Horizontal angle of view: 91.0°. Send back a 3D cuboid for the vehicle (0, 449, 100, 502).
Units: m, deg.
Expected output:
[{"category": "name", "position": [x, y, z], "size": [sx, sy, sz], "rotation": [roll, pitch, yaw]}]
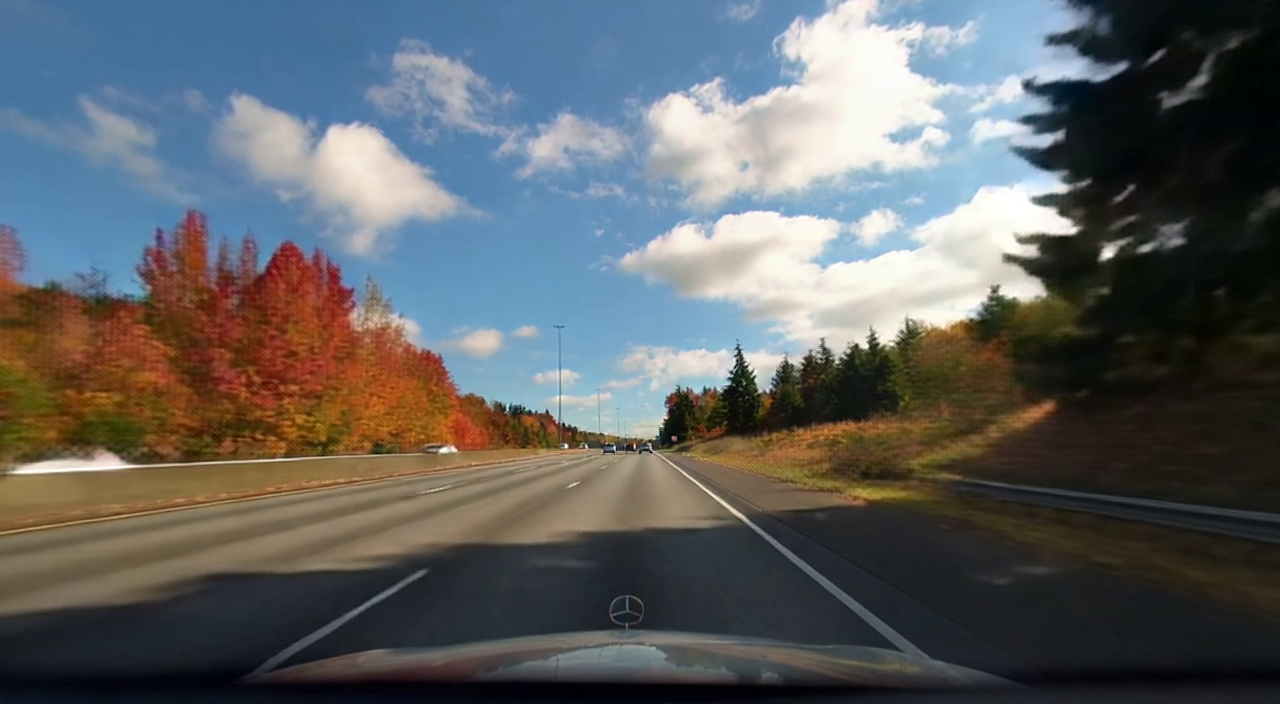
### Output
[{"category": "vehicle", "position": [-20.264, 3.910, 20.113], "size": [1.898, 1.546, 4.570], "rotation": [0, -8, 0]}]
